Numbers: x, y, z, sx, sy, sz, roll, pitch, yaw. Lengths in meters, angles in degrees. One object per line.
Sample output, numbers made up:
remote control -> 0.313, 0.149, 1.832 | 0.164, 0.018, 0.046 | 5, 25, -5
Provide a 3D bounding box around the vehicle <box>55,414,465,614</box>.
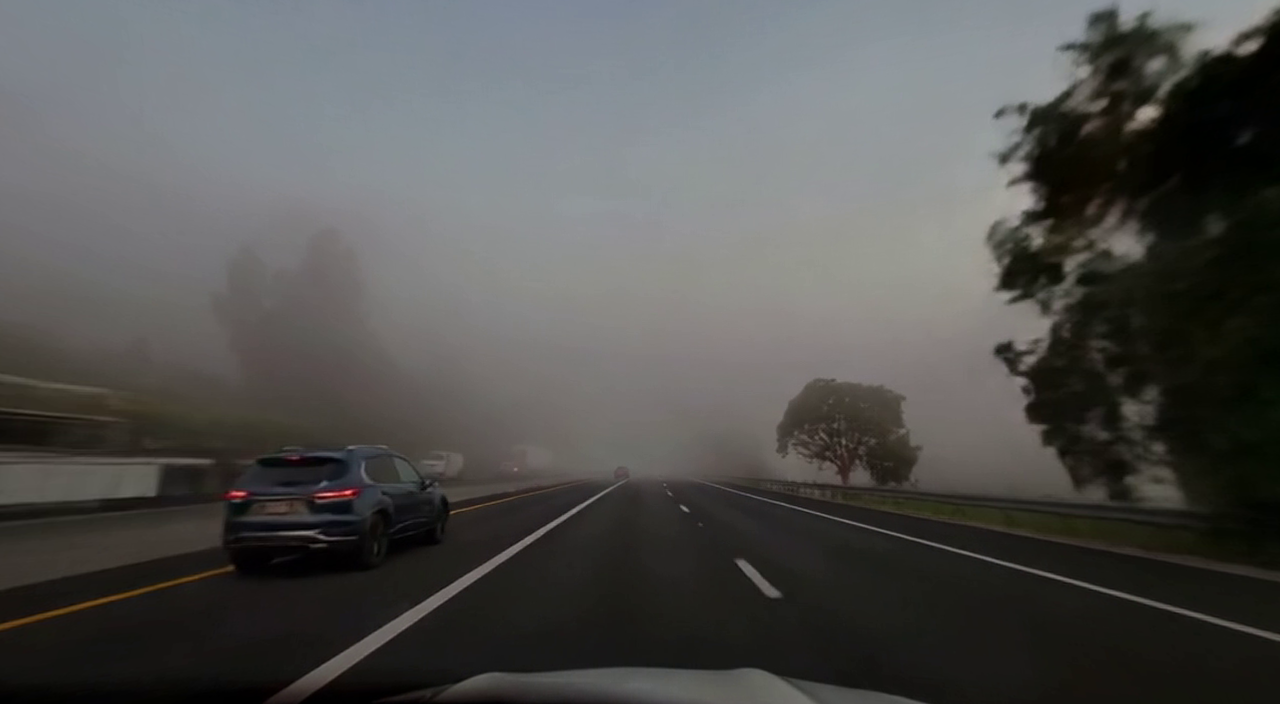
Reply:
vehicle -> -3.908, 1.812, 7.797 | 2.053, 1.657, 4.725 | 1, -10, 0
